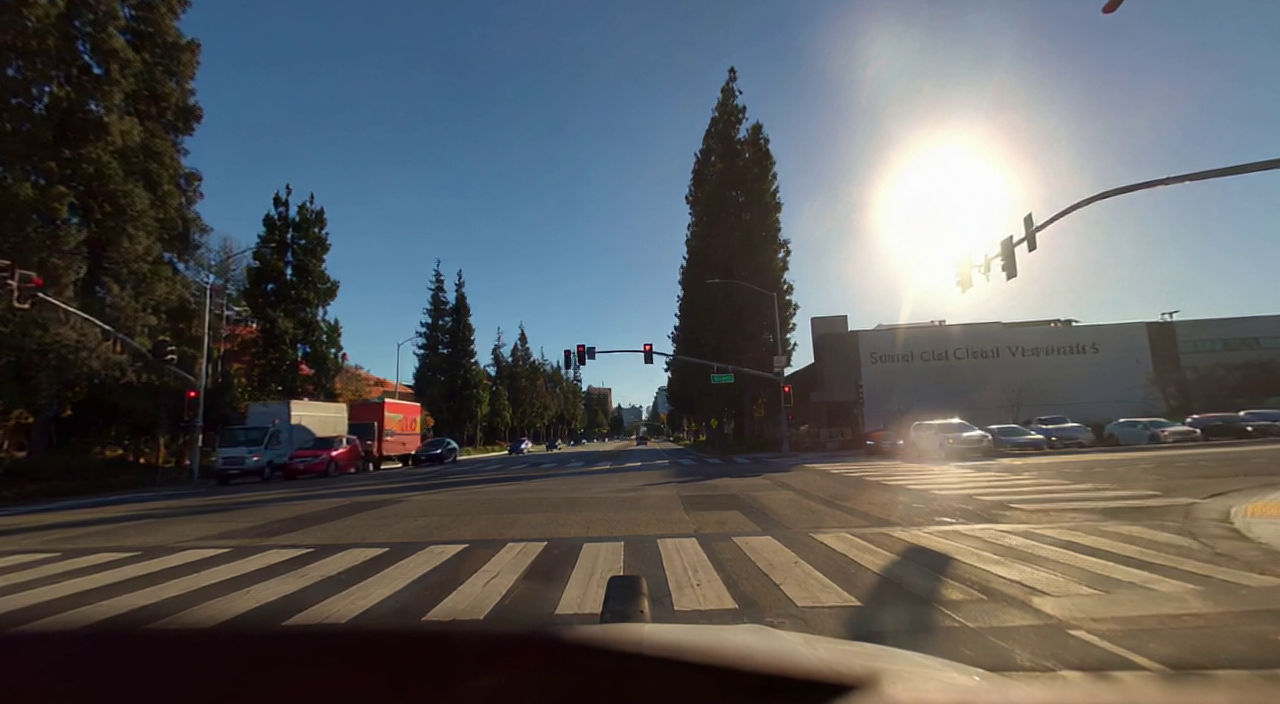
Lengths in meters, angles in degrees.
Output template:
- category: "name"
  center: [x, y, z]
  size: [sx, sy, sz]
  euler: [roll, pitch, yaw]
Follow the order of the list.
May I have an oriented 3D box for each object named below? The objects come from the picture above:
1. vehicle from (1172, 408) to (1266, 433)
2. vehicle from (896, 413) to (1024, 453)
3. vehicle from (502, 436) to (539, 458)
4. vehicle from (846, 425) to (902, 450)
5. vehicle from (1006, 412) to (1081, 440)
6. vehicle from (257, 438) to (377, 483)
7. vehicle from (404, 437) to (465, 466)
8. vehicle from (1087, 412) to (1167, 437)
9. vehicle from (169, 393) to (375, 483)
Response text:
- category: "vehicle"
  center: [38.420, 4.616, 41.970]
  size: [1.715, 1.480, 4.701]
  euler: [0, -8, -1]
- category: "vehicle"
  center: [14.081, 3.597, 27.945]
  size: [4.566, 1.670, 2.000]
  euler: [0, -8, -2]
- category: "vehicle"
  center: [-9.260, 7.413, 49.149]
  size: [2.026, 1.616, 4.199]
  euler: [0, -8, 1]
- category: "vehicle"
  center: [17.185, 6.306, 46.376]
  size: [3.329, 1.415, 1.821]
  euler: [-6, -9, 2]
- category: "vehicle"
  center: [26.313, 4.882, 41.282]
  size: [2.011, 1.656, 4.163]
  euler: [0, -8, -3]
- category: "vehicle"
  center: [-12.028, 4.061, 23.920]
  size: [1.996, 1.482, 4.772]
  euler: [0, -8, 0]
- category: "vehicle"
  center: [-12.325, 5.993, 38.167]
  size: [2.181, 1.653, 4.468]
  euler: [0, -8, 0]
- category: "vehicle"
  center: [31.386, 4.729, 40.773]
  size: [1.823, 1.480, 4.003]
  euler: [0, -8, -4]
- category: "vehicle"
  center: [-16.567, 4.151, 29.933]
  size: [3.161, 3.455, 11.058]
  euler: [0, -8, 0]
